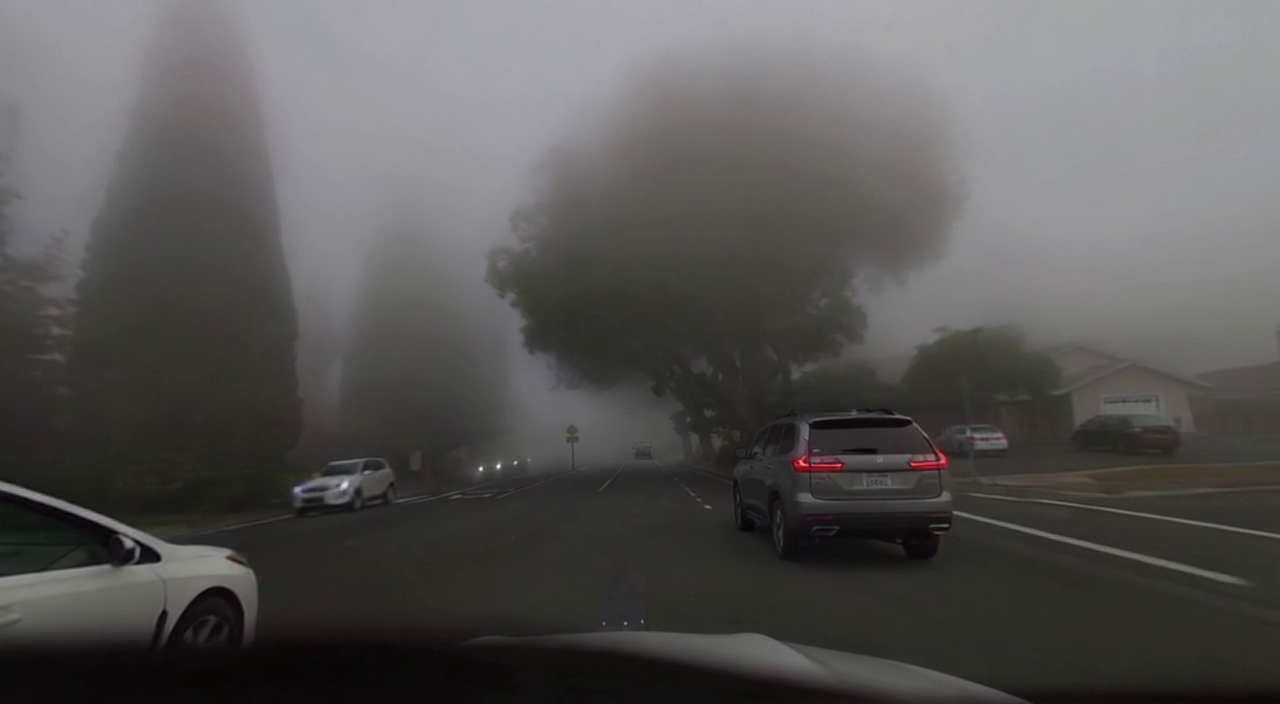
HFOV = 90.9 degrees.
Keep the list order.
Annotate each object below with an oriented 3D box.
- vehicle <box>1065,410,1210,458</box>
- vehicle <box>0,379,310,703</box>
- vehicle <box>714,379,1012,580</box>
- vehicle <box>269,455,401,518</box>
[{"bbox_3d":[19.741,3.358,25.366,1.984,1.740,4.601,0,-9,-1],"label":"vehicle"},{"bbox_3d":[-3.323,0.906,2.026,2.058,1.659,4.514,0,-9,0],"label":"vehicle"},{"bbox_3d":[2.643,1.740,9.408,2.338,2.063,5.592,0,-9,0],"label":"vehicle"},{"bbox_3d":[-9.507,4.184,20.091,2.058,1.718,4.232,0,-9,0],"label":"vehicle"}]
